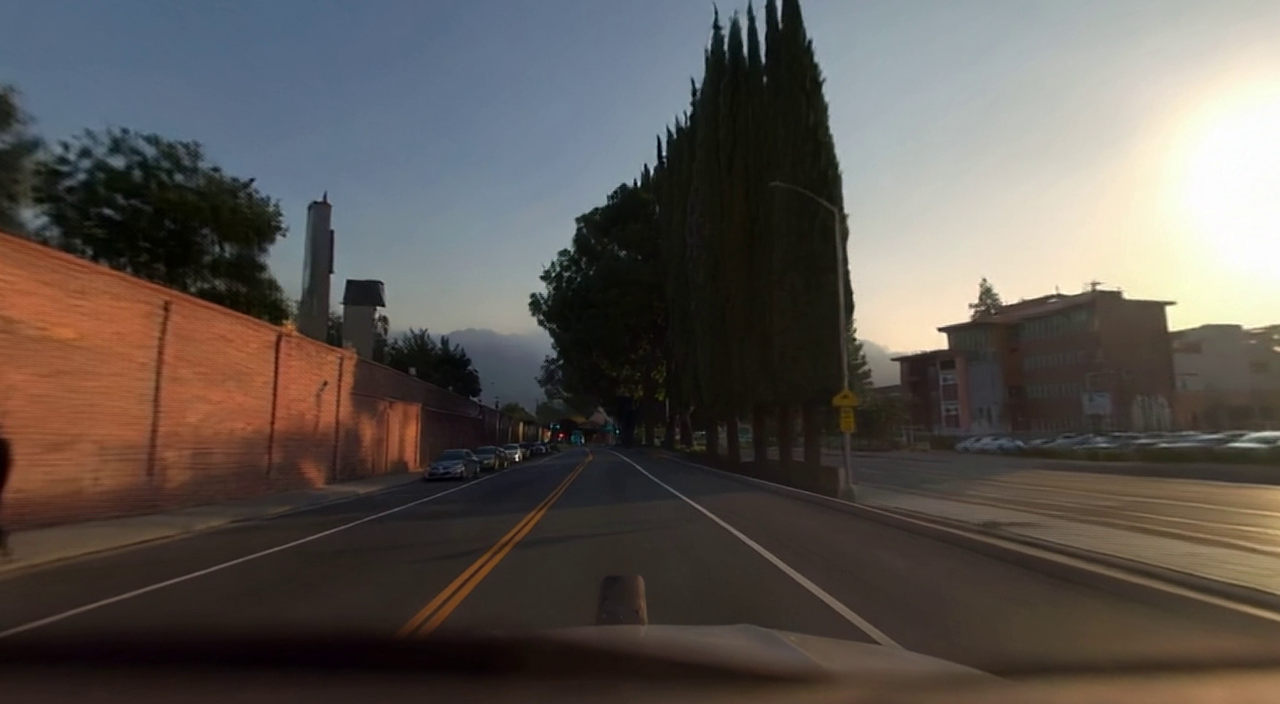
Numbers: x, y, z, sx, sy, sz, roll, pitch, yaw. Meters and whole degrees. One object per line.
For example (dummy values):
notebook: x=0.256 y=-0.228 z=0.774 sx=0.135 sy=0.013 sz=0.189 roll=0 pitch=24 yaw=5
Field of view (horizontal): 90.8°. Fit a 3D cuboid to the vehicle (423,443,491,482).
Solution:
vehicle: x=-8.088 y=4.902 z=28.359 sx=1.899 sy=1.485 sz=4.593 roll=2 pitch=-8 yaw=-3
